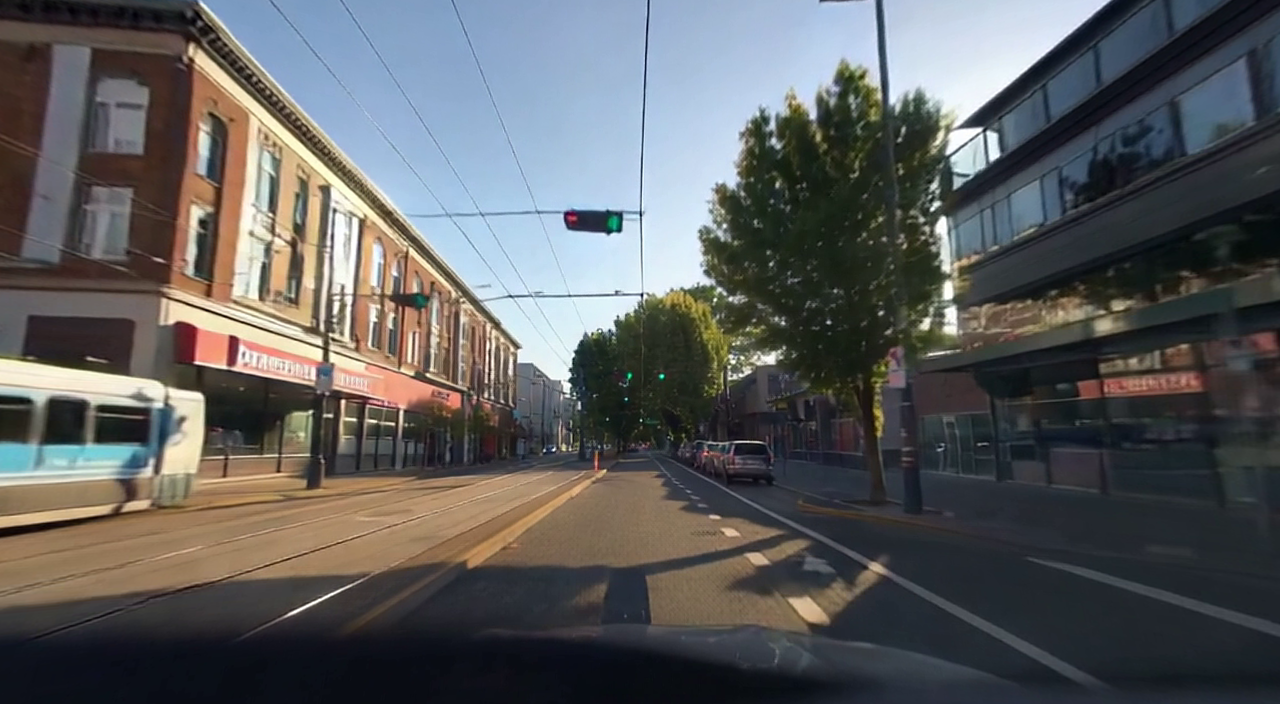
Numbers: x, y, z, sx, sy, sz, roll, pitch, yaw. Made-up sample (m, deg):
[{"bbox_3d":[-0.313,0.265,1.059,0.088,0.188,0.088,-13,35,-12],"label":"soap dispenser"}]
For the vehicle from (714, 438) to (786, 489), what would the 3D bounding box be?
[{"bbox_3d":[3.571,3.656,21.081,1.819,1.546,3.681,0,-8,1],"label":"vehicle"}]

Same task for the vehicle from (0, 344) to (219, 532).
[{"bbox_3d":[-10.663,1.369,10.077,2.378,2.765,7.920,1,-8,-1],"label":"vehicle"}]
